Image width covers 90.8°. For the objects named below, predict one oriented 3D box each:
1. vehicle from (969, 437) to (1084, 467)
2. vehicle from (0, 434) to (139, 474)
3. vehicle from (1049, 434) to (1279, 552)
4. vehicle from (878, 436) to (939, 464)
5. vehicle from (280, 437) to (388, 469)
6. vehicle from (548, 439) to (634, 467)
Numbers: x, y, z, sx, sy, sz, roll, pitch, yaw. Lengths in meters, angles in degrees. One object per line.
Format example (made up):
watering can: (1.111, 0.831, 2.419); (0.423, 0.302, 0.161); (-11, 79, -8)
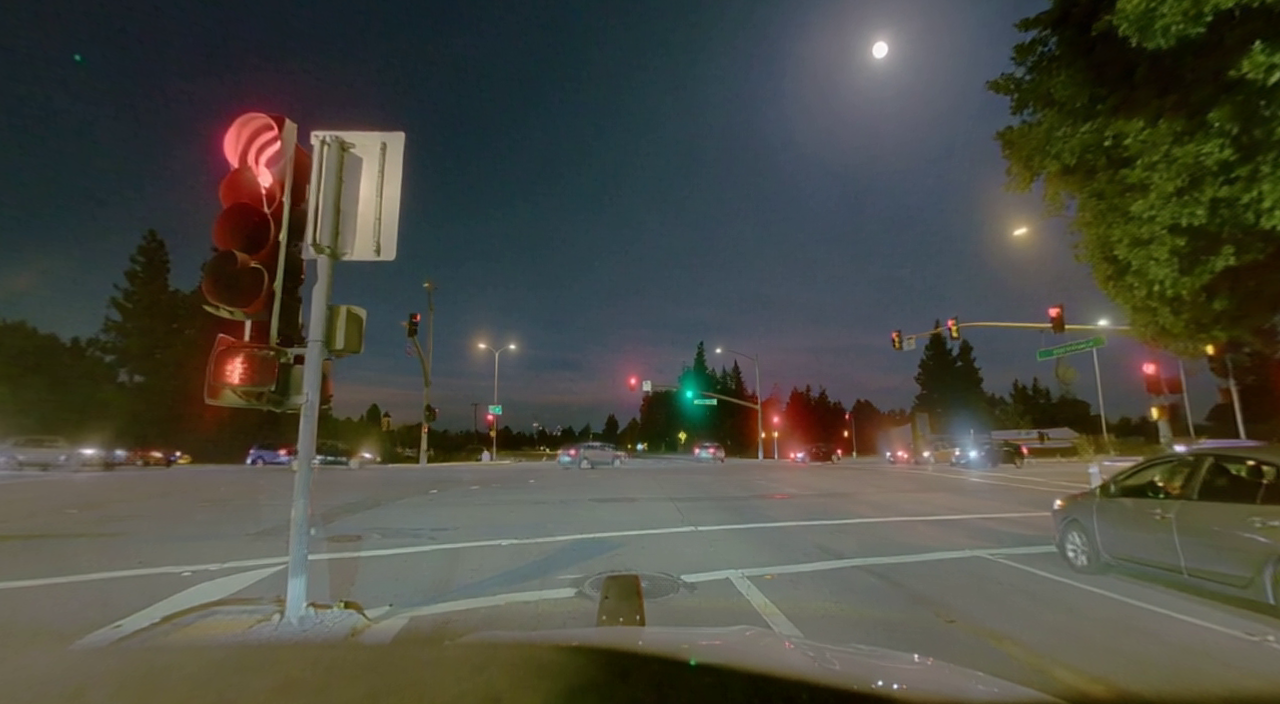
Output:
vehicle: (19.578, 5.071, 32.186); (4.516, 1.468, 1.962); (-1, -9, 9)
vehicle: (-22.460, 3.885, 24.164); (4.671, 1.465, 1.934); (3, -9, -17)
vehicle: (9.282, 2.198, 10.381); (1.993, 1.505, 4.721); (3, -9, 0)
vehicle: (16.161, 5.873, 37.888); (2.001, 1.561, 4.481); (-7, -11, 40)
vehicle: (-14.996, 4.941, 31.035); (4.580, 1.472, 1.891); (5, -10, -30)
vehicle: (-2.727, 5.758, 36.300); (1.935, 1.476, 4.849); (-8, -12, 44)
